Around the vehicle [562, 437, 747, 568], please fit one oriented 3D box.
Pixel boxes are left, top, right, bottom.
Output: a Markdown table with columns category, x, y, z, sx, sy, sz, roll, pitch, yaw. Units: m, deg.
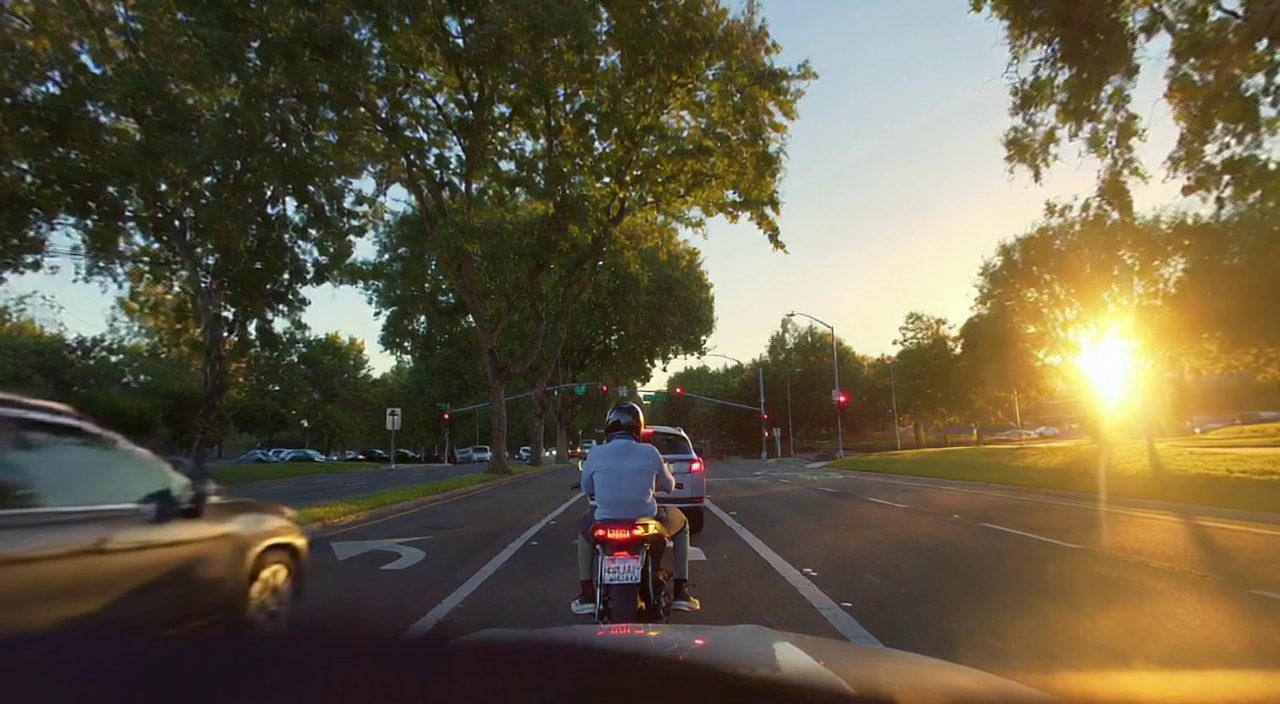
| category | x | y | z | sx | sy | sz | roll | pitch | yaw |
| --- | --- | --- | --- | --- | --- | --- | --- | --- | --- |
| vehicle | 0.124 | 2.028 | 9.422 | 2.093 | 1.450 | 4.437 | 0 | -8 | -1 |

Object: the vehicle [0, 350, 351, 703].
| category | x | y | z | sx | sy | sz | roll | pitch | yaw |
| --- | --- | --- | --- | --- | --- | --- | --- | --- | --- |
| vehicle | -3.309 | 0.852 | 2.393 | 2.056 | 1.647 | 5.045 | 0 | -8 | 0 |
